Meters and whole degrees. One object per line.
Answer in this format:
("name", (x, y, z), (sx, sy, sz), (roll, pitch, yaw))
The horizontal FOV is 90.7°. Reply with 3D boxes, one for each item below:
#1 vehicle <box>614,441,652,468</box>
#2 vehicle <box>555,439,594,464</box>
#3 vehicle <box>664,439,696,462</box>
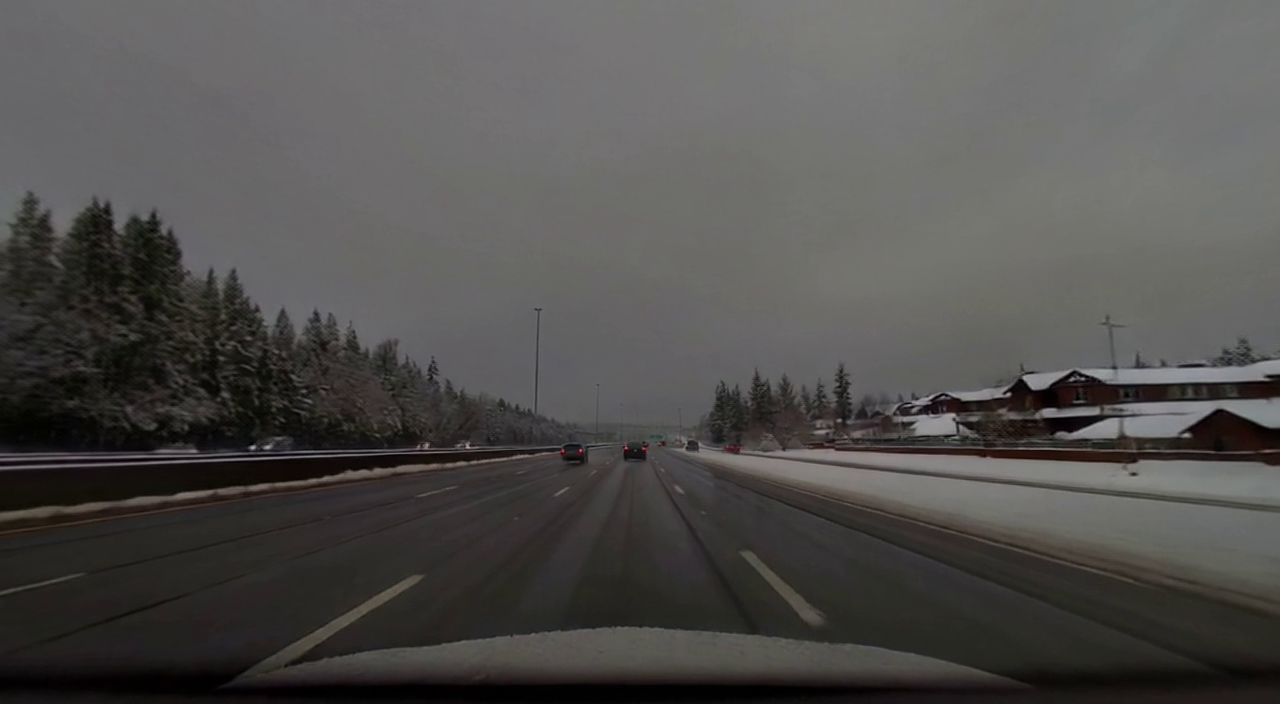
("vehicle", (-0.434, 6.193, 38.370), (2.146, 1.485, 4.332), (0, -8, -1))
("vehicle", (-4.629, 7.107, 45.276), (2.260, 1.706, 4.177), (0, -8, 0))
("vehicle", (3.023, 7.514, 48.341), (2.084, 1.624, 3.935), (0, -8, -1))
